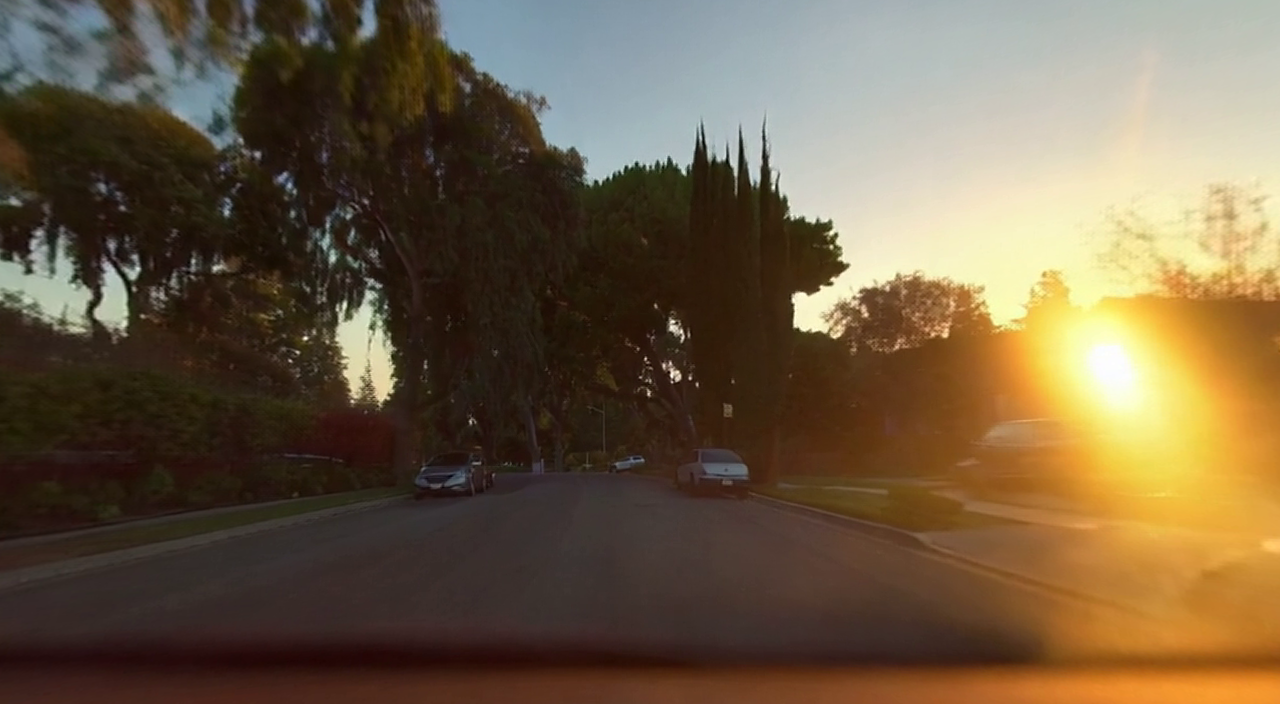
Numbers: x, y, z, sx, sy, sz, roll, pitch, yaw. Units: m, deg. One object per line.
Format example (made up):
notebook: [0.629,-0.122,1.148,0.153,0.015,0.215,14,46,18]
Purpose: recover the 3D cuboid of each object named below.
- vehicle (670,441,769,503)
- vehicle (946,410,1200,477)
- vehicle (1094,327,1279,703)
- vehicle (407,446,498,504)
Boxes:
vehicle: [2.431,3.813,20.538,2.163,1.742,4.239,0,-9,-7]
vehicle: [10.984,2.403,16.454,4.973,1.579,1.934,-2,-9,11]
vehicle: [3.367,0.556,0.767,1.990,1.753,4.783,0,-8,-1]
vehicle: [-6.333,4.132,21.843,2.051,1.575,4.581,-2,-7,-4]
